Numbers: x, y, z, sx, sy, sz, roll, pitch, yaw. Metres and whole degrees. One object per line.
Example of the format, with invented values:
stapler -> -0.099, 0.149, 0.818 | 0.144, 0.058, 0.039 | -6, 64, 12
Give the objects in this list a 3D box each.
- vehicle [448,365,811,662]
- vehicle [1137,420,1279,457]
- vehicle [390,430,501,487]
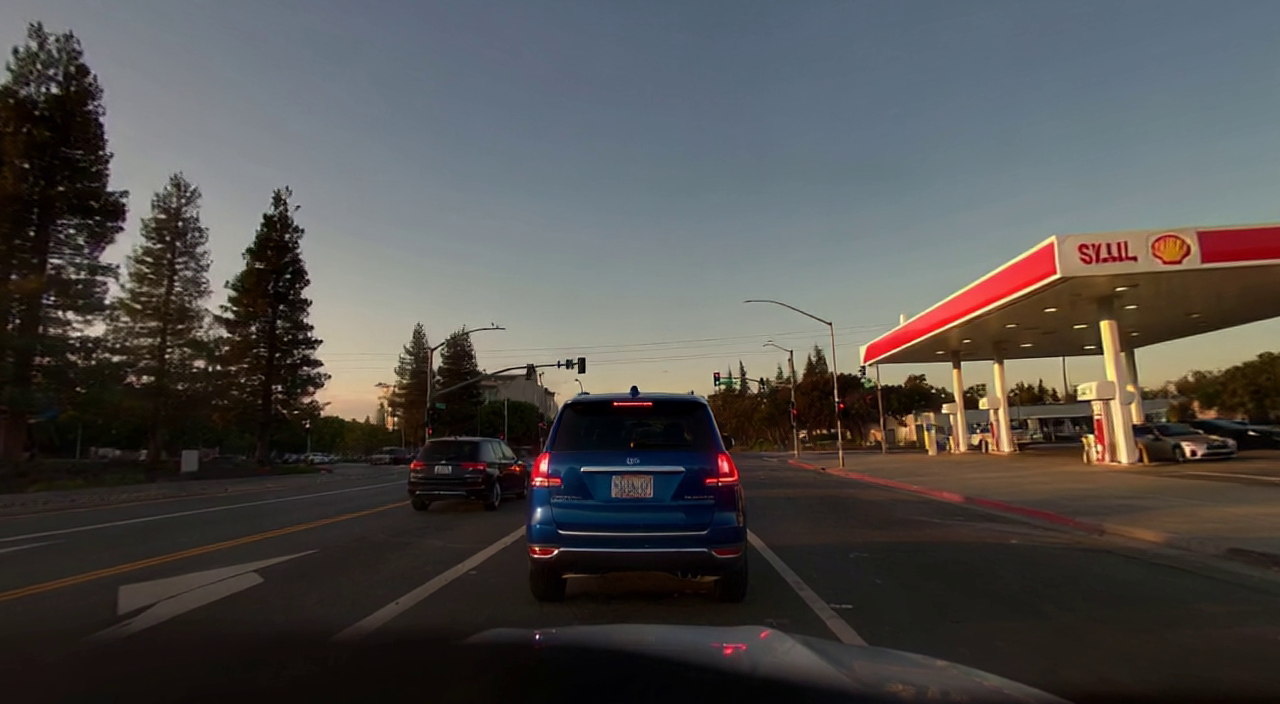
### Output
vehicle -> 0.016, 1.316, 6.132 | 2.236, 1.819, 4.291 | -1, -9, 3
vehicle -> 25.947, 3.968, 28.777 | 4.551, 1.616, 1.973 | -2, -9, 11
vehicle -> -6.641, 3.709, 22.179 | 2.065, 1.753, 4.525 | -1, -9, 6
